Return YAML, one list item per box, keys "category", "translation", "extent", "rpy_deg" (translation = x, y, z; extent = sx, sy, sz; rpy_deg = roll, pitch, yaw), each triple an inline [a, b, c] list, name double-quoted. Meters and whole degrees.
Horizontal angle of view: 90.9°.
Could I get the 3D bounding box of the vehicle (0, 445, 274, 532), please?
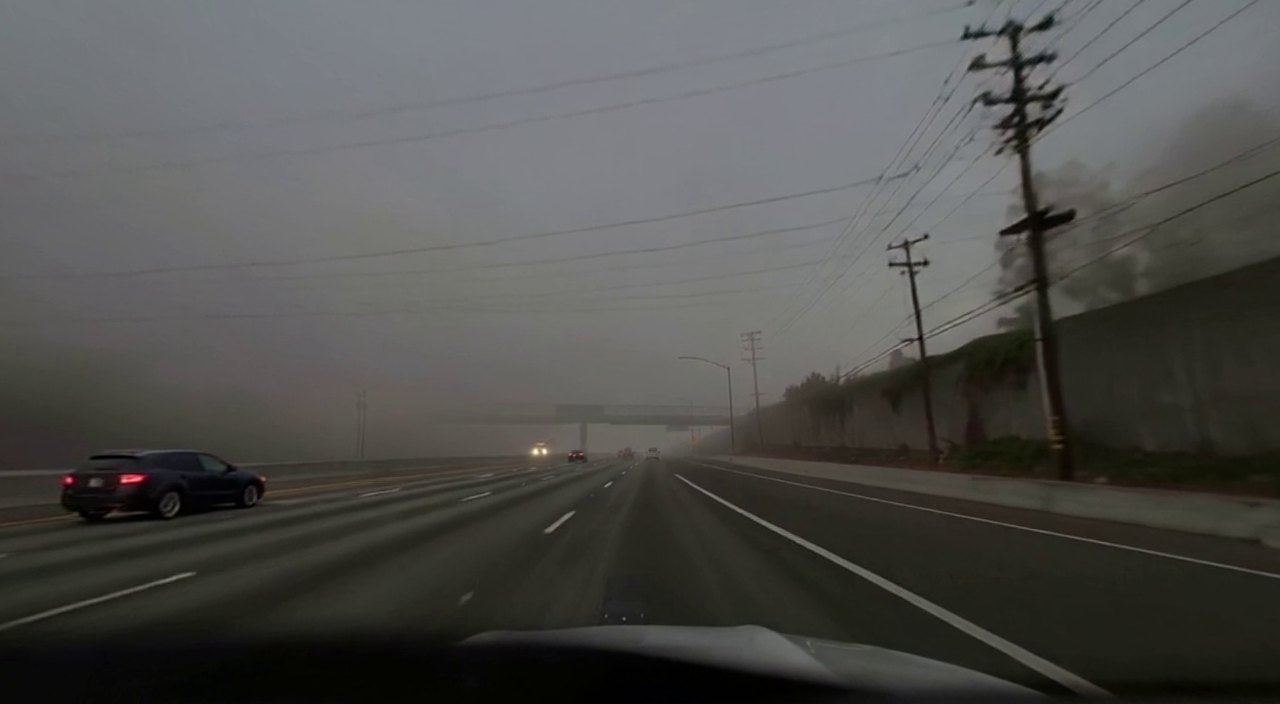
- category: "vehicle"
  translation: [-10.102, 2.693, 13.210]
  extent: [2.056, 1.476, 4.562]
  rpy_deg: [0, -8, 1]
